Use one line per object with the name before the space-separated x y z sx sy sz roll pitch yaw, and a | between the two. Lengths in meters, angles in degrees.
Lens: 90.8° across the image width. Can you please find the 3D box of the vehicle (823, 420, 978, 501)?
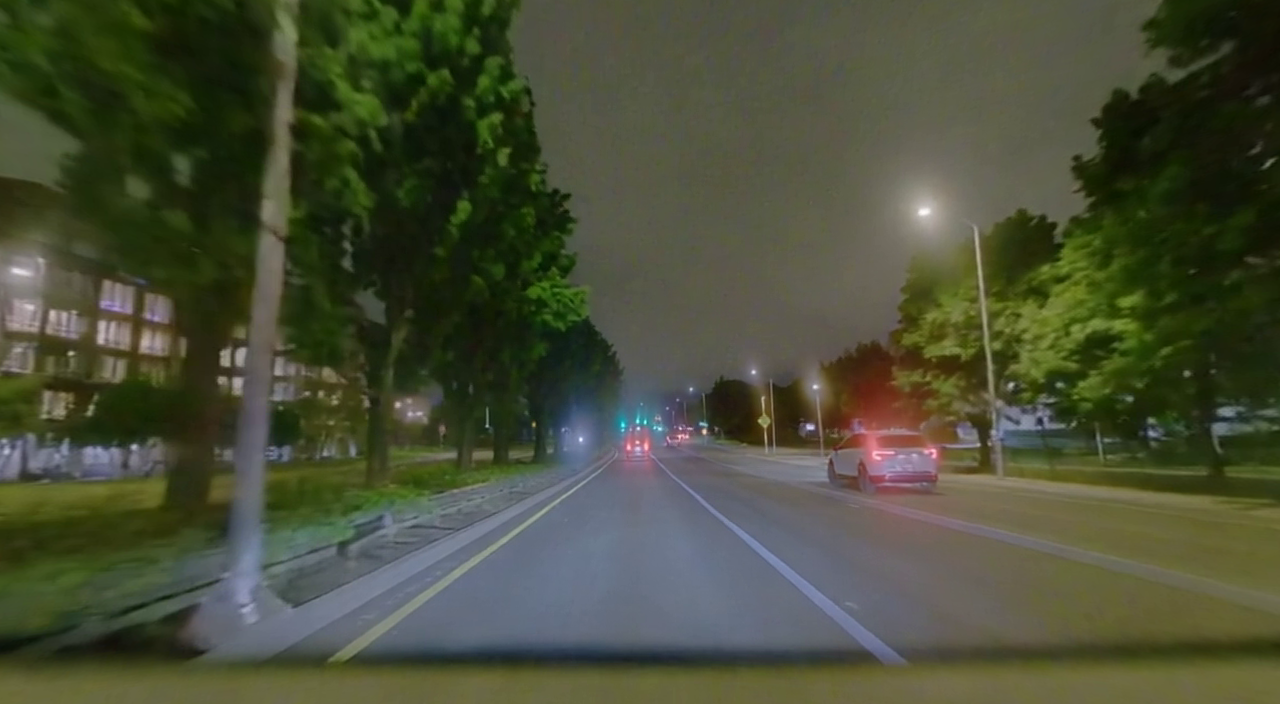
vehicle | 6.580 2.801 16.658 2.026 1.804 4.565 0 -8 -1

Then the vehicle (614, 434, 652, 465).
vehicle | -0.374 5.999 38.928 2.193 1.794 4.457 0 -8 0
